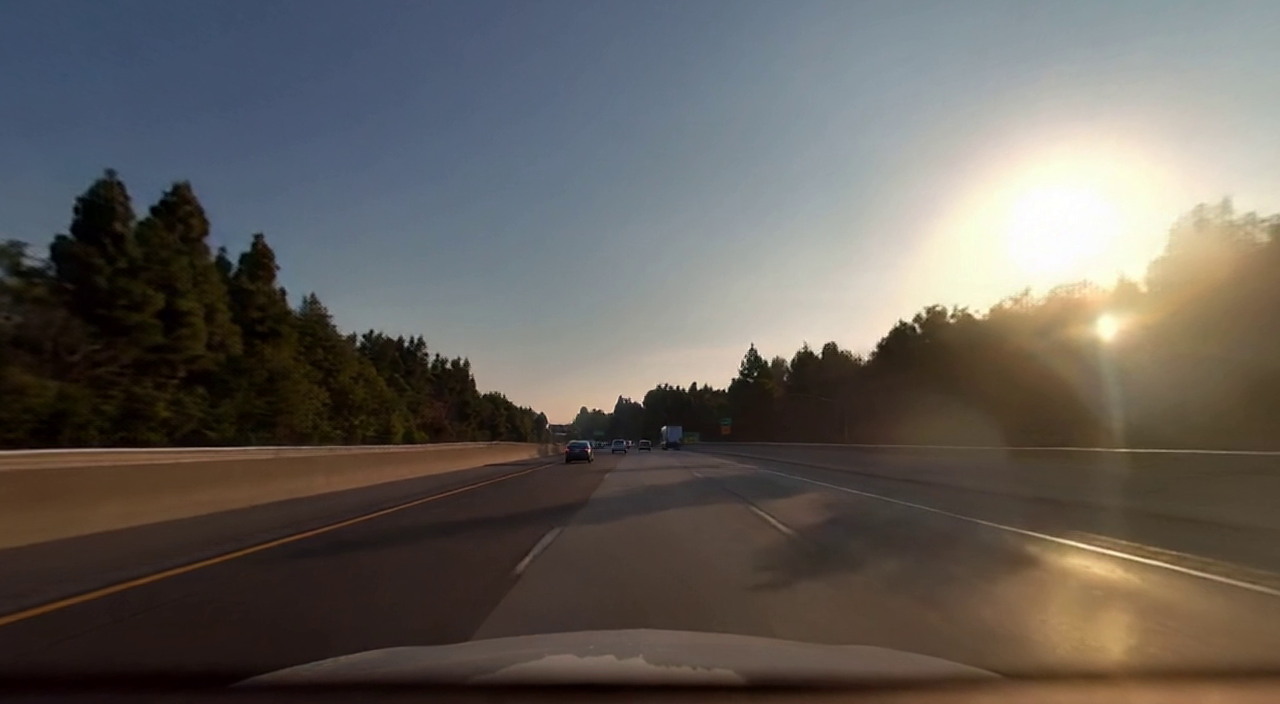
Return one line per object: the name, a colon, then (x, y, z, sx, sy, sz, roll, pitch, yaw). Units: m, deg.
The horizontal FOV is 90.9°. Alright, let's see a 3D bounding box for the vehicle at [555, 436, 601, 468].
vehicle: (-3.245, 5.341, 33.624, 2.025, 1.571, 3.662, 0, -9, 0)
